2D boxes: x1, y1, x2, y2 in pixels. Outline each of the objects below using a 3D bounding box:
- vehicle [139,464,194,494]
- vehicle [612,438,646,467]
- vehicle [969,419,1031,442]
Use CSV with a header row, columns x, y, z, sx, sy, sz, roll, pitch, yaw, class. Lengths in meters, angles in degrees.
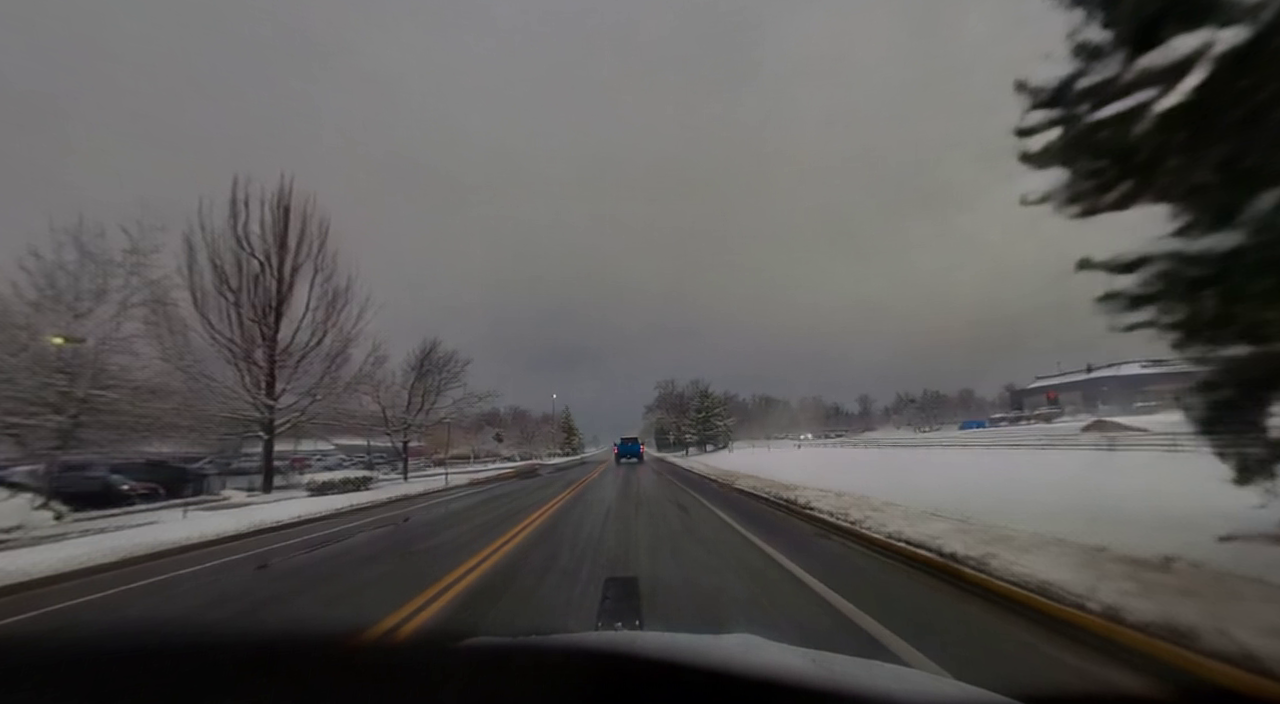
x,y,z,sx,sy,sz,roll,pitch,yaw,class
-27.358,7.270,36.438,1.896,1.481,4.448,8,-11,-42,vehicle
-0.889,7.855,49.593,2.556,2.063,5.578,0,-8,-1,vehicle
25.448,5.612,44.784,1.816,1.517,3.920,1,-8,-6,vehicle
